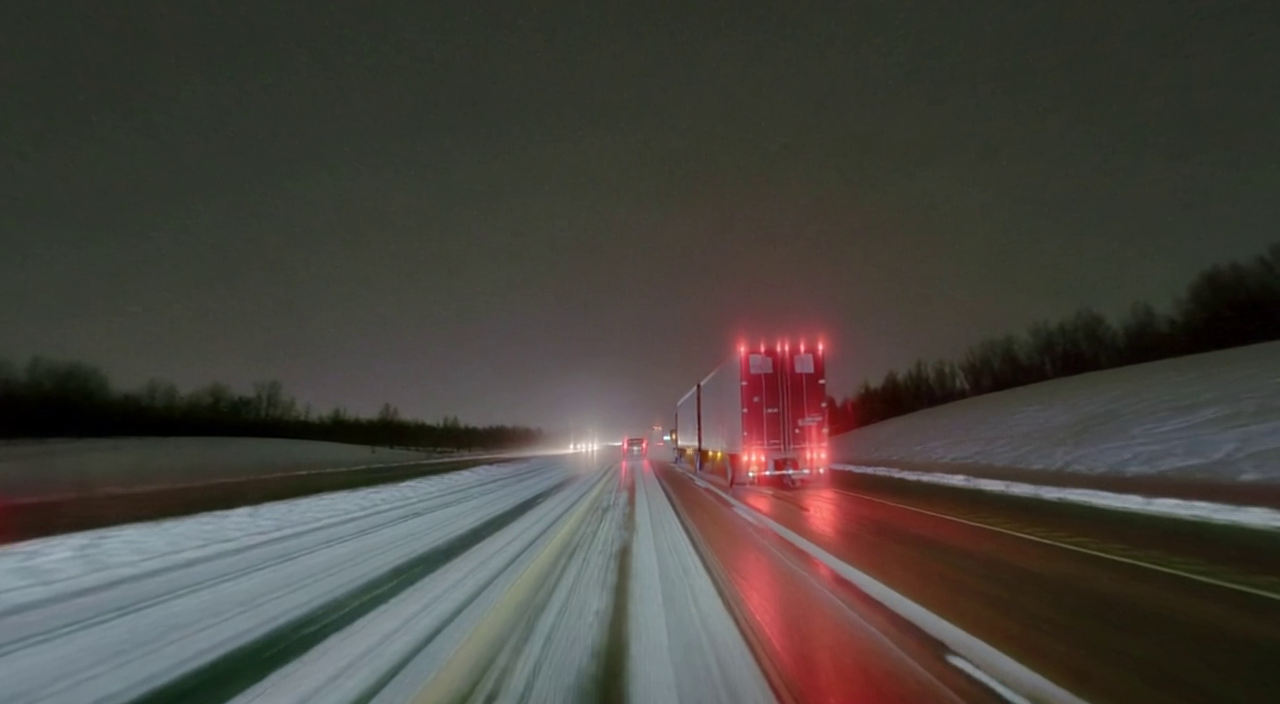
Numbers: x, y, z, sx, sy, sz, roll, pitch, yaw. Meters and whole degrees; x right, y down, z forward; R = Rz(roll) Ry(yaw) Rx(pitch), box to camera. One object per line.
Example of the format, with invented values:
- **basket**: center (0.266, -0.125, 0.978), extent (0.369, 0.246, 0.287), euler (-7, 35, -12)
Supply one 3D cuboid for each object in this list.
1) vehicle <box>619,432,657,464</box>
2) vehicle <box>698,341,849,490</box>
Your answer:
- **vehicle**: center (-0.188, 6.628, 43.564), extent (2.456, 2.007, 4.728), euler (0, -8, -1)
- **vehicle**: center (3.929, 2.274, 21.108), extent (2.967, 3.961, 8.660), euler (0, -8, -1)
